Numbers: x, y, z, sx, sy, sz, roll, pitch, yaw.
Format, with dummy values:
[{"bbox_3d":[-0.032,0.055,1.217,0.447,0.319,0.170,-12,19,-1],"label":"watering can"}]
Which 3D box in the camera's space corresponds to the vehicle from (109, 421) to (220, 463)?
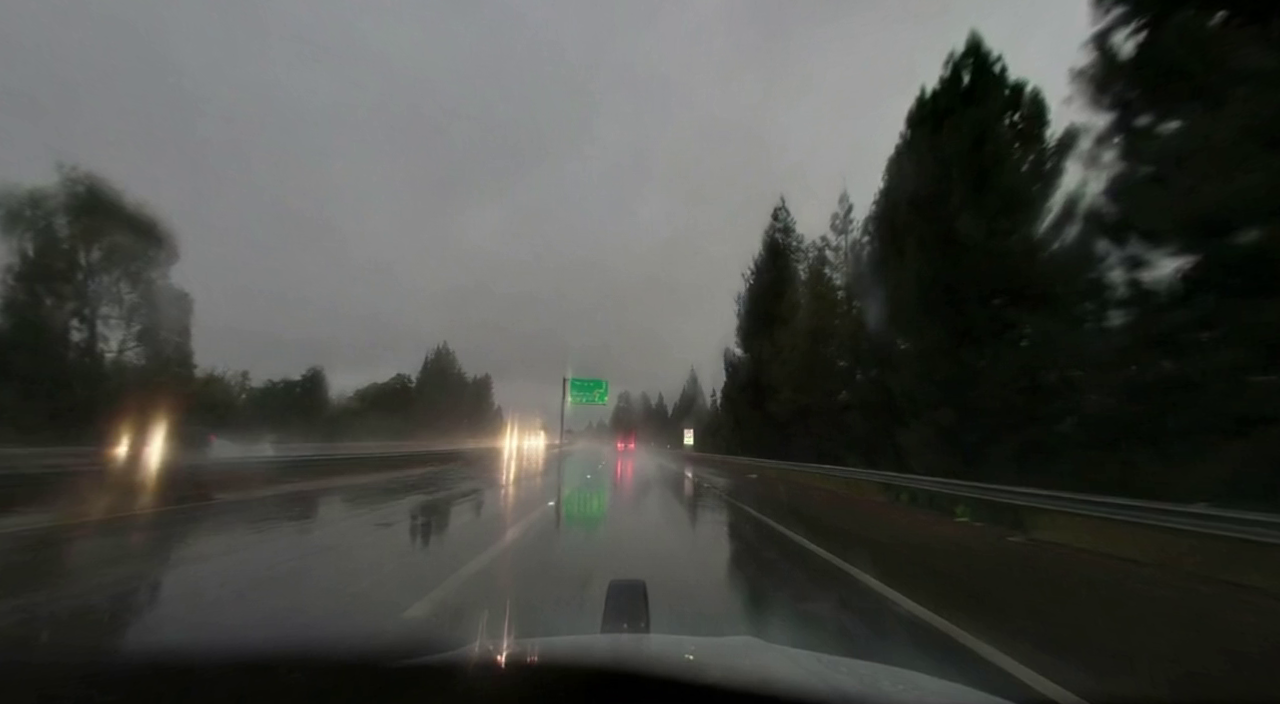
[{"bbox_3d":[-25.301,4.836,33.677,2.103,2.038,4.875,0,-9,0],"label":"vehicle"}]
